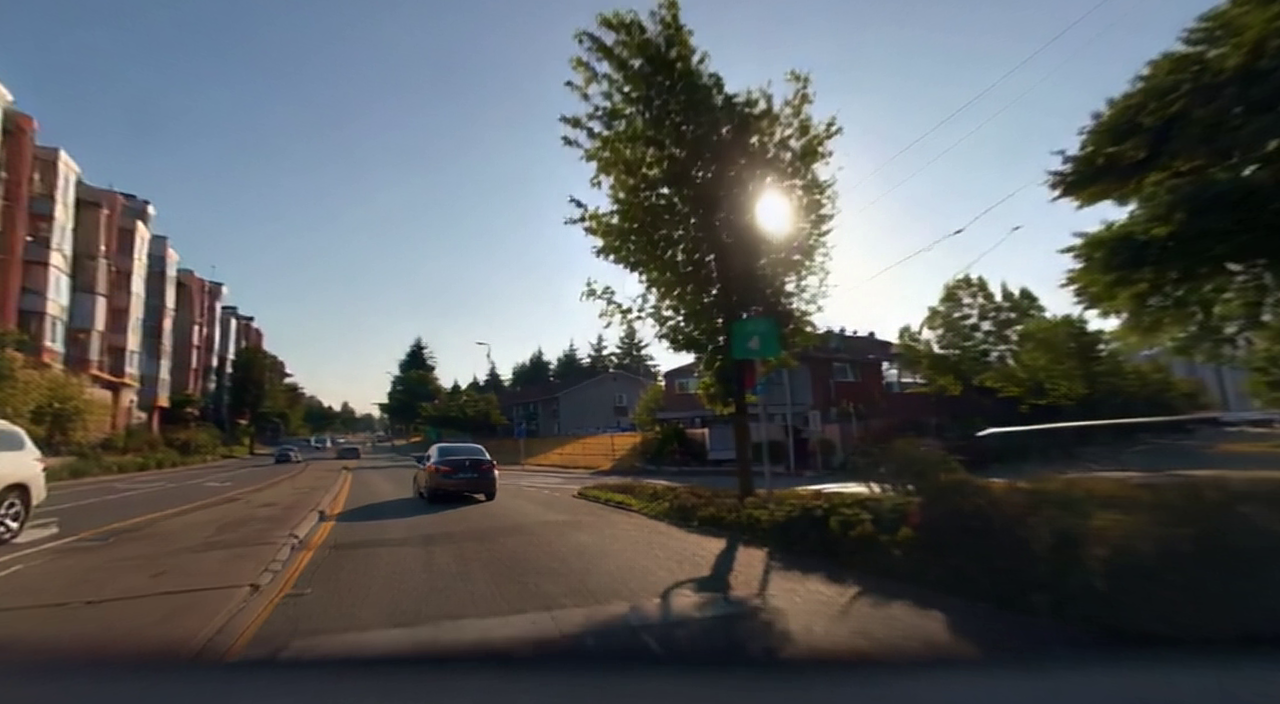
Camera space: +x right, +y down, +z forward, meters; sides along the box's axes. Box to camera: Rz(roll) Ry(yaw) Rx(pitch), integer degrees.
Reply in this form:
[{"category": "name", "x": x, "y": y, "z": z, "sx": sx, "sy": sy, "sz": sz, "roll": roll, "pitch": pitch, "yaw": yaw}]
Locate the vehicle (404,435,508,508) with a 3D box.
[{"category": "vehicle", "x": -4.617, "y": 2.837, "z": 15.401, "sx": 2.014, "sy": 1.525, "sz": 3.670, "roll": 3, "pitch": -9, "yaw": -22}]
